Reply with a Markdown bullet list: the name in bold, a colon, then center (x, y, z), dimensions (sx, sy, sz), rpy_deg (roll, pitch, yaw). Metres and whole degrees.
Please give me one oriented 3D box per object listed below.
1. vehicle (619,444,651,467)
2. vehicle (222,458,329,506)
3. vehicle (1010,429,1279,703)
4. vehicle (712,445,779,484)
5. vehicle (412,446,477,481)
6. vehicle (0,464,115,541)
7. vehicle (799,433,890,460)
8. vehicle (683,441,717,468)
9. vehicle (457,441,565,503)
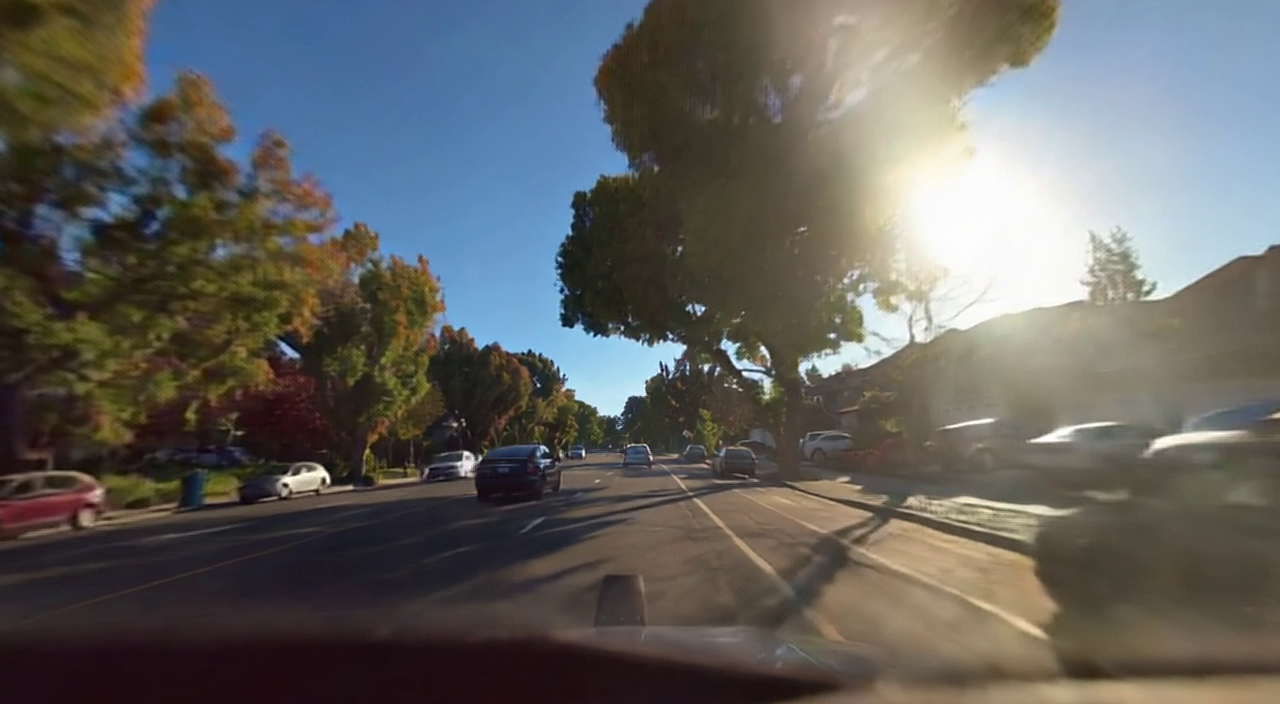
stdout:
- **vehicle**: center (-0.322, 7.102, 43.412), dimensions (2.088, 1.495, 4.048), rpy_deg (0, -9, 0)
- **vehicle**: center (-14.781, 5.246, 25.949), dimensions (1.998, 1.498, 4.668), rpy_deg (-5, -8, -5)
- **vehicle**: center (4.250, 1.151, 3.330), dimensions (1.881, 1.480, 4.536), rpy_deg (0, -9, 1)
- **vehicle**: center (4.289, 4.615, 26.312), dimensions (1.944, 1.470, 4.530), rpy_deg (0, -9, -1)
- **vehicle**: center (-10.271, 5.882, 33.528), dimensions (1.937, 1.701, 4.438), rpy_deg (0, -9, 1)
- **vehicle**: center (-14.570, 3.414, 13.968), dimensions (1.904, 1.497, 4.848), rpy_deg (-5, -8, -1)
- **vehicle**: center (11.618, 5.391, 36.125), dimensions (4.537, 1.465, 1.923), rpy_deg (0, -8, 2)
- **vehicle**: center (4.054, 7.051, 43.654), dimensions (1.943, 1.788, 4.462), rpy_deg (0, -9, 0)
- **vehicle**: center (-3.385, 3.235, 17.547), dimensions (2.027, 1.477, 4.413), rpy_deg (0, -9, 1)
